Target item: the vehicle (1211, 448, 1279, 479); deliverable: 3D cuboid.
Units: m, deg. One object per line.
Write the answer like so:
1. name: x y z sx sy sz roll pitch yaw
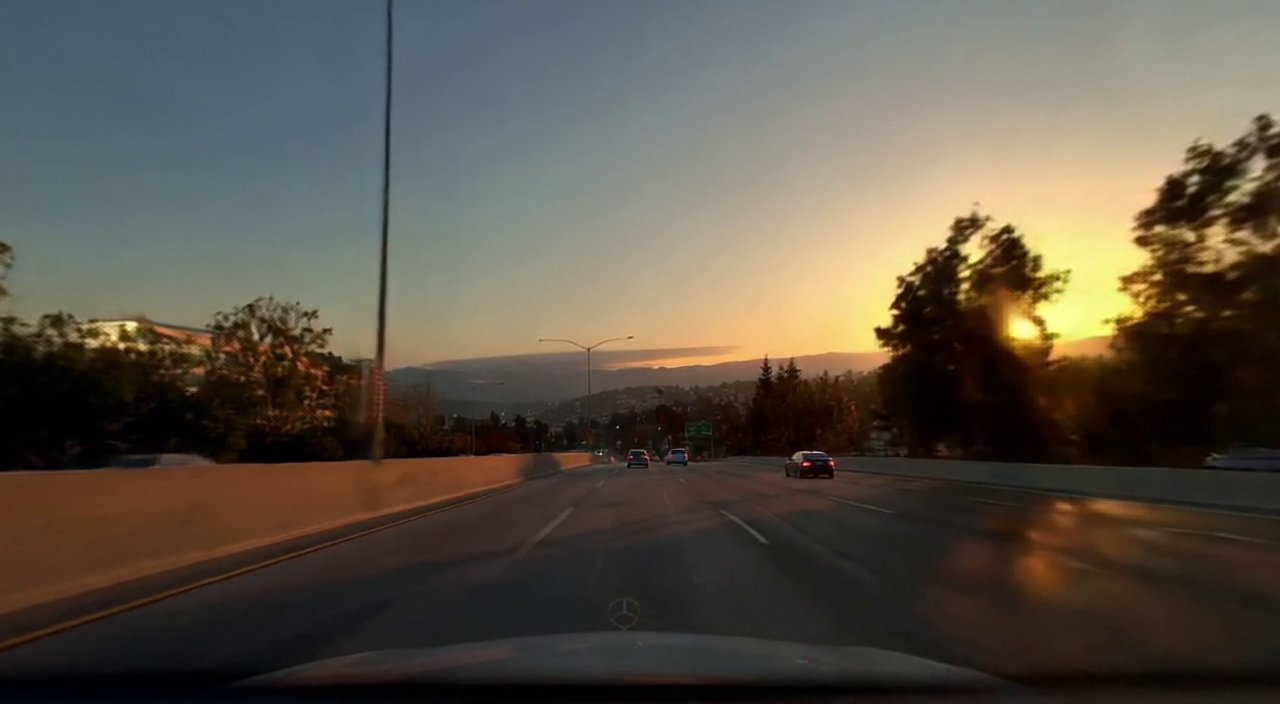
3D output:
1. vehicle: 31.256 5.452 31.164 1.886 1.450 4.349 0 -9 -3

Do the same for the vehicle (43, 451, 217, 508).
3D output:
1. vehicle: -16.859 4.184 21.301 1.953 1.596 4.799 1 -8 -2

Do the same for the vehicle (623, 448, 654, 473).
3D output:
1. vehicle: -0.170 7.748 45.521 2.124 1.673 4.545 0 -9 -2
